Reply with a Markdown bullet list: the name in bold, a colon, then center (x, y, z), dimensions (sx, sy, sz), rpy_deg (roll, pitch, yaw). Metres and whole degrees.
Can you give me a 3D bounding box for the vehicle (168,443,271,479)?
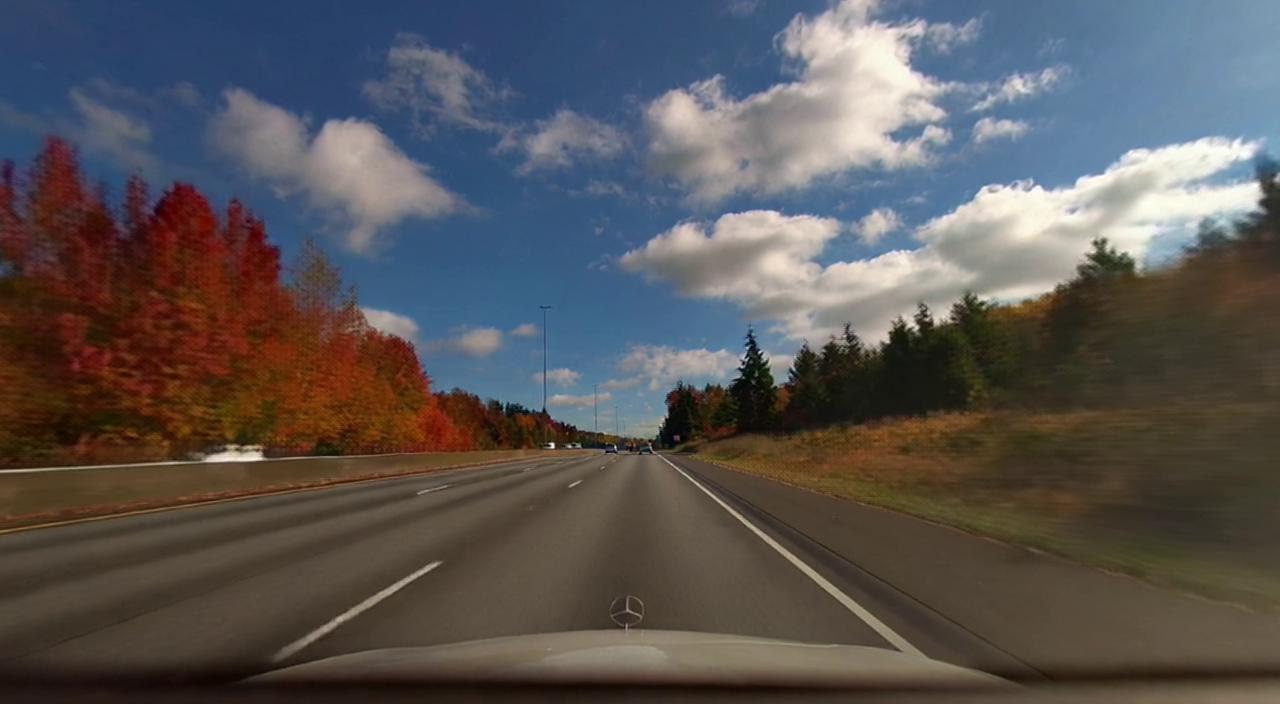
- **vehicle**: center (-20.444, 5.288, 30.839), dimensions (1.932, 1.596, 4.588), rpy_deg (0, -8, -1)
